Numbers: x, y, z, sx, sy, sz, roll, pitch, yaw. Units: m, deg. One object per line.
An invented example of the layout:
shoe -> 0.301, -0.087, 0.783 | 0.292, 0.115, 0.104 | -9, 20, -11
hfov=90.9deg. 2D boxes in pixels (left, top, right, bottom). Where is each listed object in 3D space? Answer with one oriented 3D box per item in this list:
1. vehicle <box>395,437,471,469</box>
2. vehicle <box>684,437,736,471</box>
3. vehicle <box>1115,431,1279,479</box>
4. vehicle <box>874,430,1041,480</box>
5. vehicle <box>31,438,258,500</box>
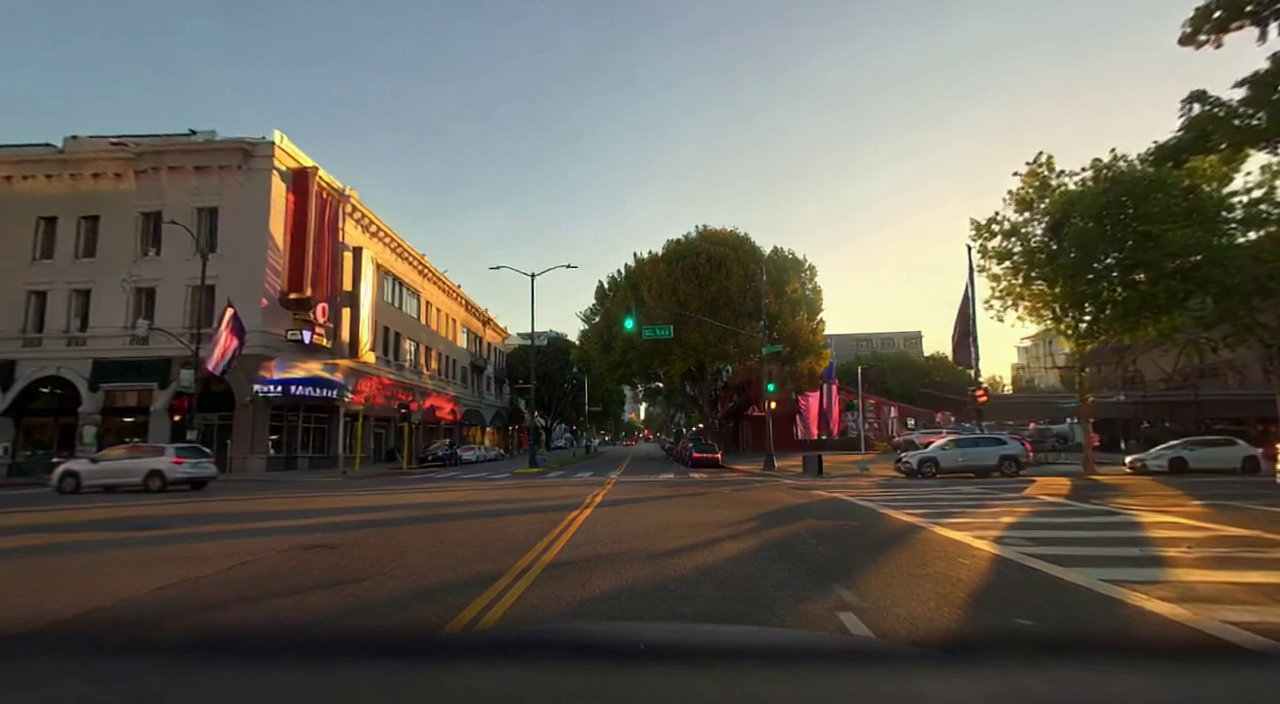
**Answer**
vehicle -> -12.458, 6.023, 37.815 | 4.447, 1.790, 2.206 | -7, -11, 38
vehicle -> 3.444, 5.159, 32.029 | 2.120, 1.560, 4.402 | 0, -8, 0
vehicle -> 18.850, 3.375, 20.711 | 4.836, 1.471, 1.991 | 0, -9, -1
vehicle -> 10.223, 3.353, 20.581 | 4.330, 1.517, 2.045 | 0, -8, 0
vehicle -> -13.419, 3.136, 17.372 | 4.597, 1.476, 1.980 | 7, -11, -39
